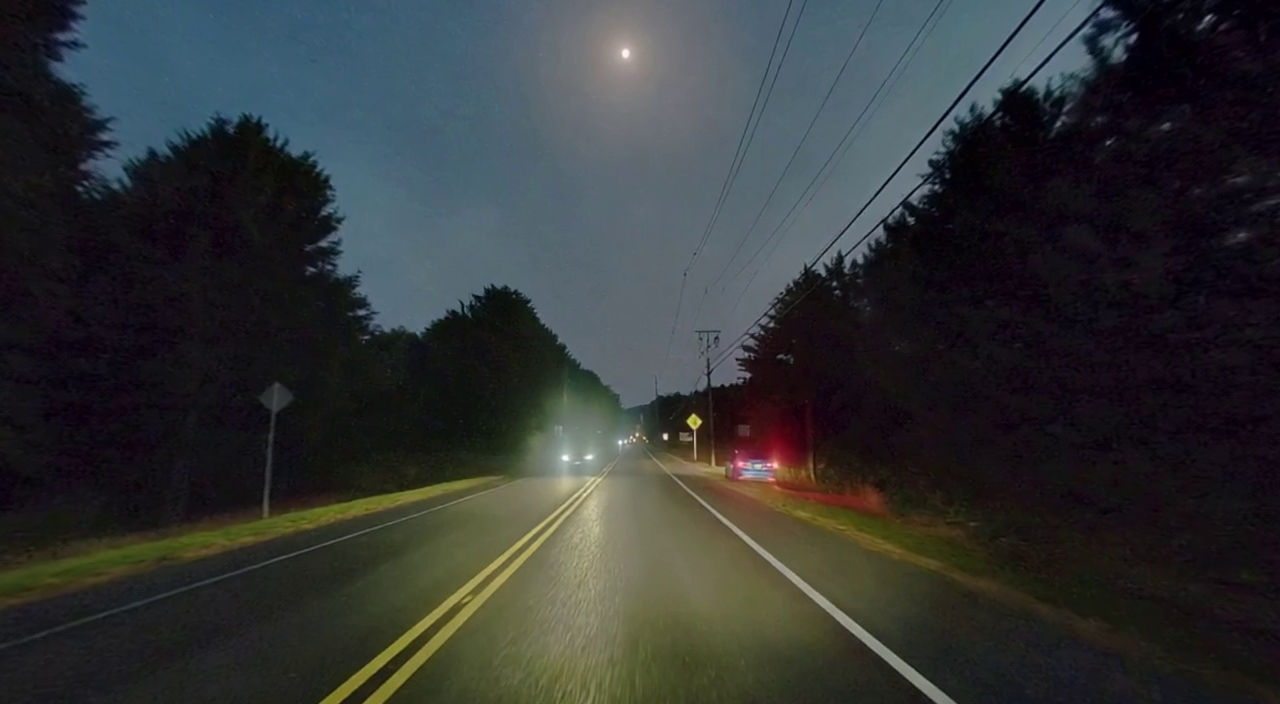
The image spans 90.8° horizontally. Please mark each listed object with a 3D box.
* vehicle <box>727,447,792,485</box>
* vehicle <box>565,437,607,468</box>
[{"bbox_3d":[4.996,4.824,27.057,1.905,1.482,4.240,0,-9,-1],"label":"vehicle"},{"bbox_3d":[-3.213,6.090,38.444,2.023,1.722,4.372,0,-9,1],"label":"vehicle"}]
